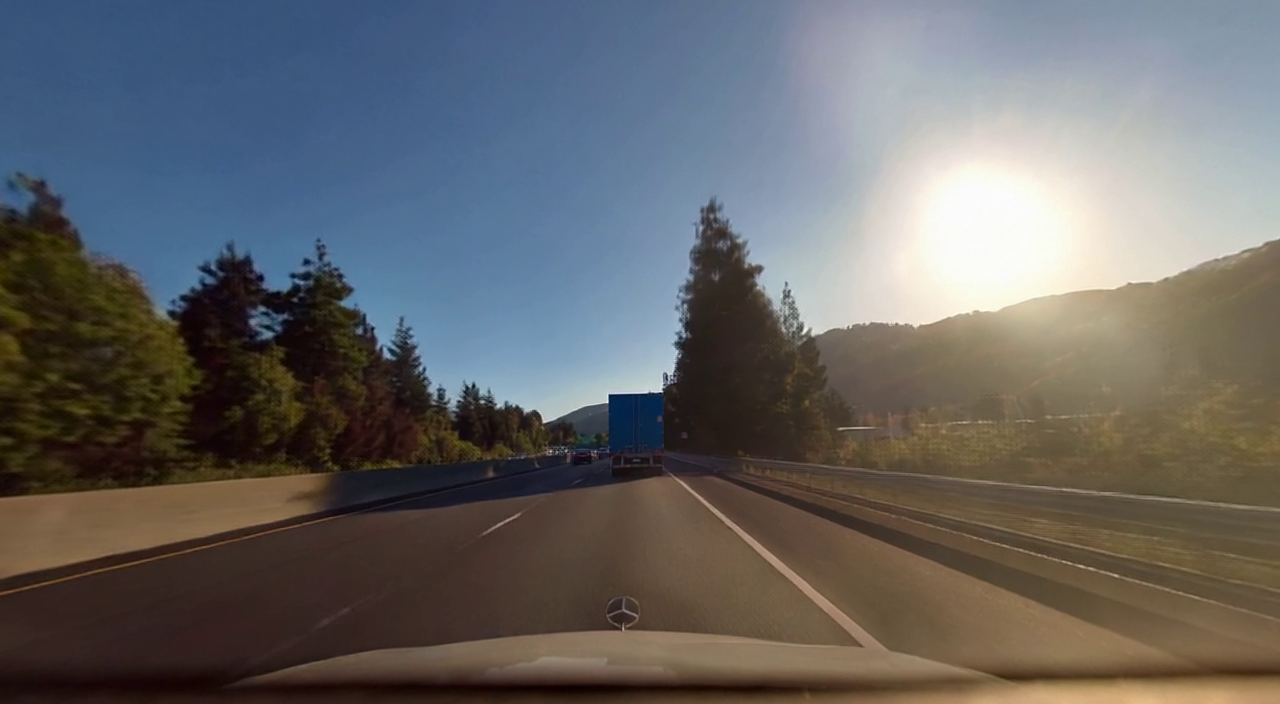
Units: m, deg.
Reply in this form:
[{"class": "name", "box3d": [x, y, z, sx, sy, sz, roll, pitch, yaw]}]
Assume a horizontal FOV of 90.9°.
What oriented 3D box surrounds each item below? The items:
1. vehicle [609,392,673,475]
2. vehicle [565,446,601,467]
[{"class": "vehicle", "box3d": [0.057, 4.568, 34.375, 2.959, 3.828, 9.617, 0, -9, 0]}, {"class": "vehicle", "box3d": [-4.197, 7.814, 47.126, 2.206, 1.478, 4.824, 0, -9, 0]}]
